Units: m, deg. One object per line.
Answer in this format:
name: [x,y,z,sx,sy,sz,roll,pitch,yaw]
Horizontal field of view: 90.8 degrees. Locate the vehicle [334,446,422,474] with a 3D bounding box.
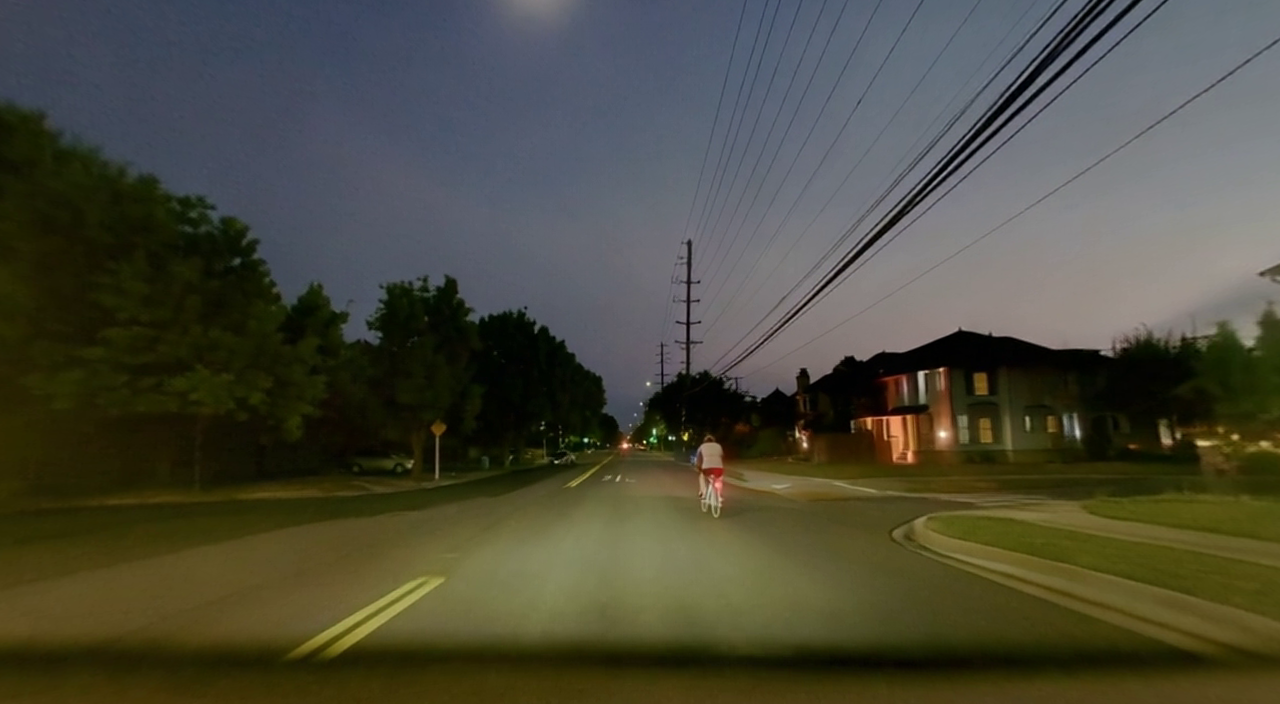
vehicle: [-14.657,6.034,35.500,4.143,1.480,1.755,0,-8,-2]
